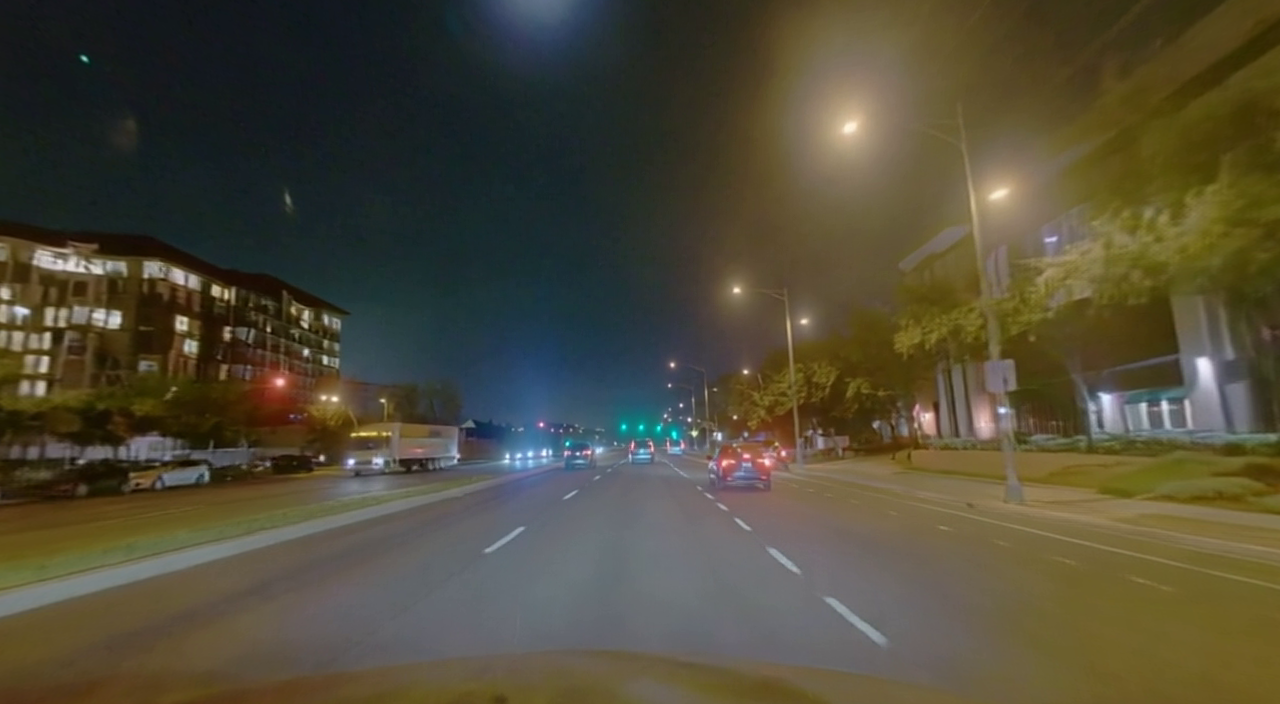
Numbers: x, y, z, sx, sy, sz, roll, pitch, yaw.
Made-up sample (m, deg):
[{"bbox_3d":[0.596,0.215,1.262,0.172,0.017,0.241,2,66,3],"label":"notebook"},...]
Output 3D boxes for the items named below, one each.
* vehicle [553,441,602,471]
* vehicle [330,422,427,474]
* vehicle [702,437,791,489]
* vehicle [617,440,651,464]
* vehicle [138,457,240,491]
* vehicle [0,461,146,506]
[{"bbox_3d":[-3.182,5.420,33.163,2.082,1.467,4.379,0,-8,1],"label":"vehicle"},{"bbox_3d":[-19.001,7.061,46.630,2.995,3.396,9.534,0,-8,0],"label":"vehicle"},{"bbox_3d":[3.314,3.536,20.500,1.990,1.486,4.431,0,-8,-2],"label":"vehicle"},{"bbox_3d":[-0.376,6.472,40.855,2.101,1.480,3.929,0,-8,0],"label":"vehicle"},{"bbox_3d":[-22.562,6.099,31.775,1.871,1.471,4.482,0,-8,0],"label":"vehicle"},{"bbox_3d":[-22.622,5.179,25.222,1.801,1.467,4.723,0,-8,0],"label":"vehicle"}]
